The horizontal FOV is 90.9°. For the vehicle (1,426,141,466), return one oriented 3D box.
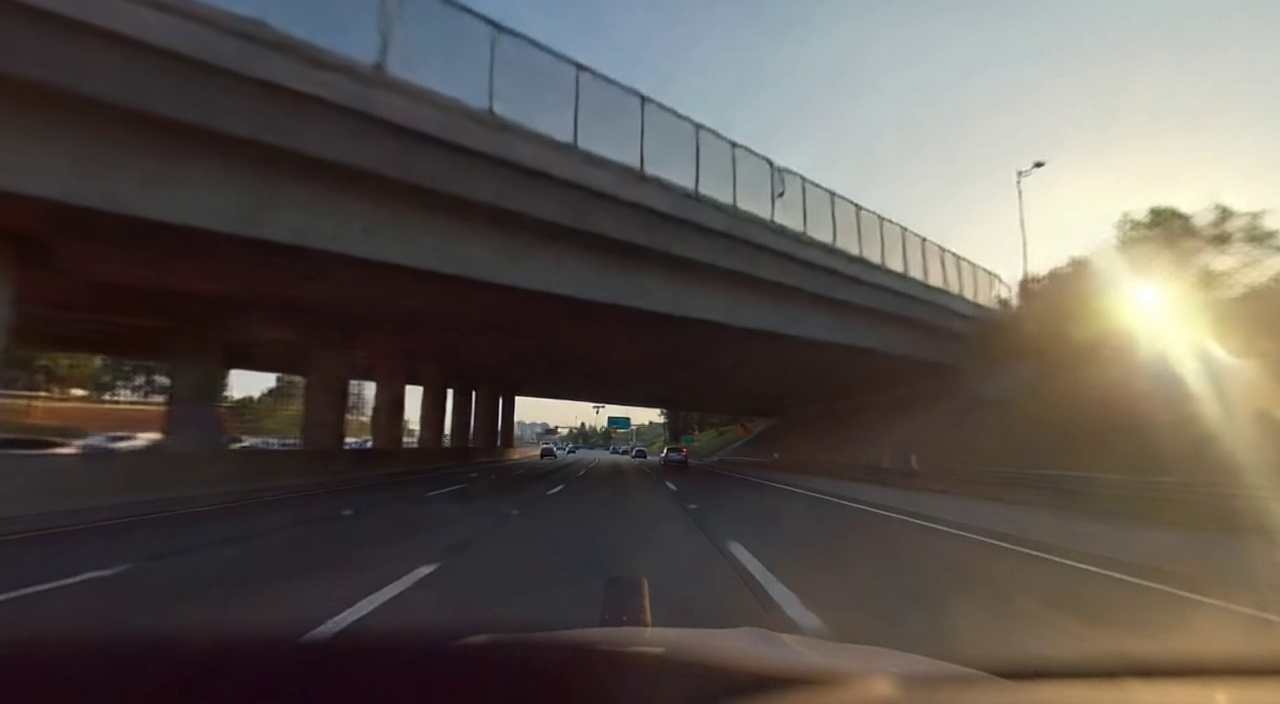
[{"bbox_3d":[-30.222,5.058,33.869,2.190,1.941,5.839,0,-8,-2],"label":"vehicle"}]

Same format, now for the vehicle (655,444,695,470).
[{"bbox_3d":[2.116,6.578,39.861,2.059,1.509,4.670,0,-8,-3],"label":"vehicle"}]

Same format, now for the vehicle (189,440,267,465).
[{"bbox_3d":[-26.091,6.342,40.134,1.812,1.488,4.790,0,-8,-1],"label":"vehicle"}]
